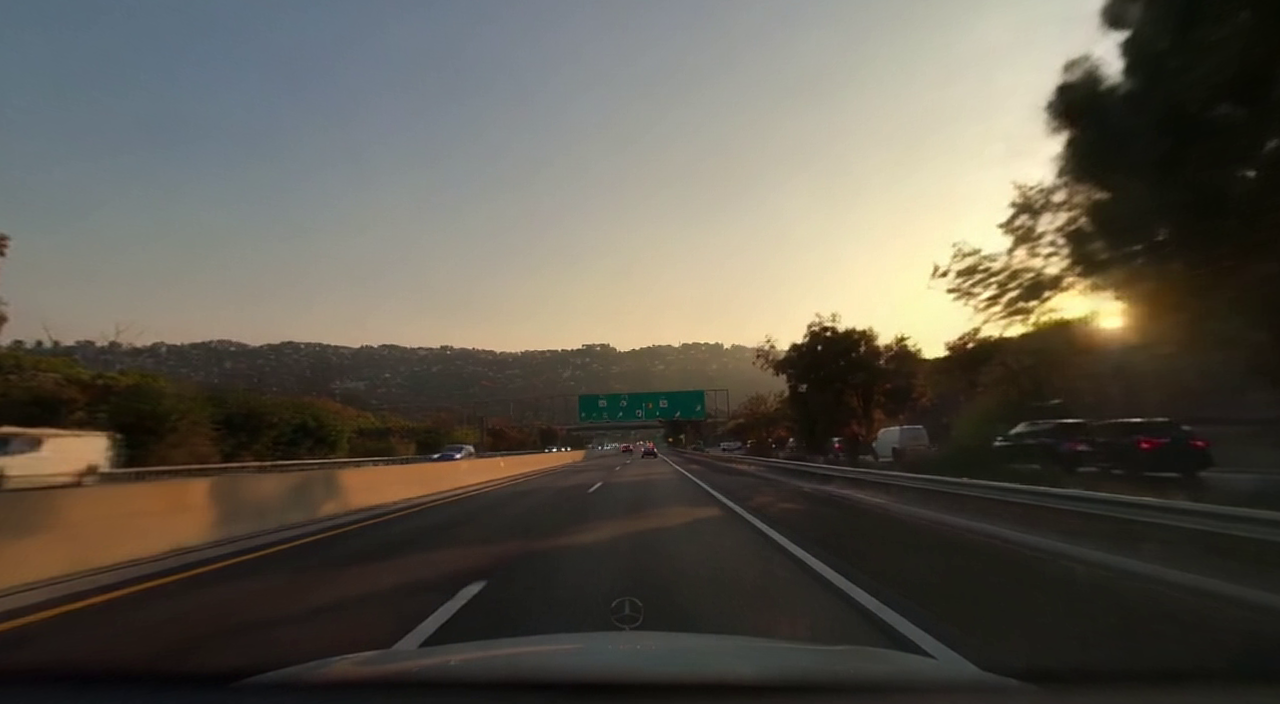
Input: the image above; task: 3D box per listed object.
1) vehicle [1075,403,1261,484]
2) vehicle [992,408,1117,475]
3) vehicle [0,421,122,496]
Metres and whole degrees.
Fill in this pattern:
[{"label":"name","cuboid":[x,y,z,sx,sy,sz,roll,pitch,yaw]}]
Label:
[{"label":"vehicle","cuboid":[28.163,4.976,34.362,2.860,3.829,8.079,0,-8,-1]},{"label":"vehicle","cuboid":[28.072,6.181,43.332,2.913,4.062,8.275,1,-9,1]},{"label":"vehicle","cuboid":[-31.277,5.319,31.723,2.942,3.464,8.554,-1,-8,1]}]
